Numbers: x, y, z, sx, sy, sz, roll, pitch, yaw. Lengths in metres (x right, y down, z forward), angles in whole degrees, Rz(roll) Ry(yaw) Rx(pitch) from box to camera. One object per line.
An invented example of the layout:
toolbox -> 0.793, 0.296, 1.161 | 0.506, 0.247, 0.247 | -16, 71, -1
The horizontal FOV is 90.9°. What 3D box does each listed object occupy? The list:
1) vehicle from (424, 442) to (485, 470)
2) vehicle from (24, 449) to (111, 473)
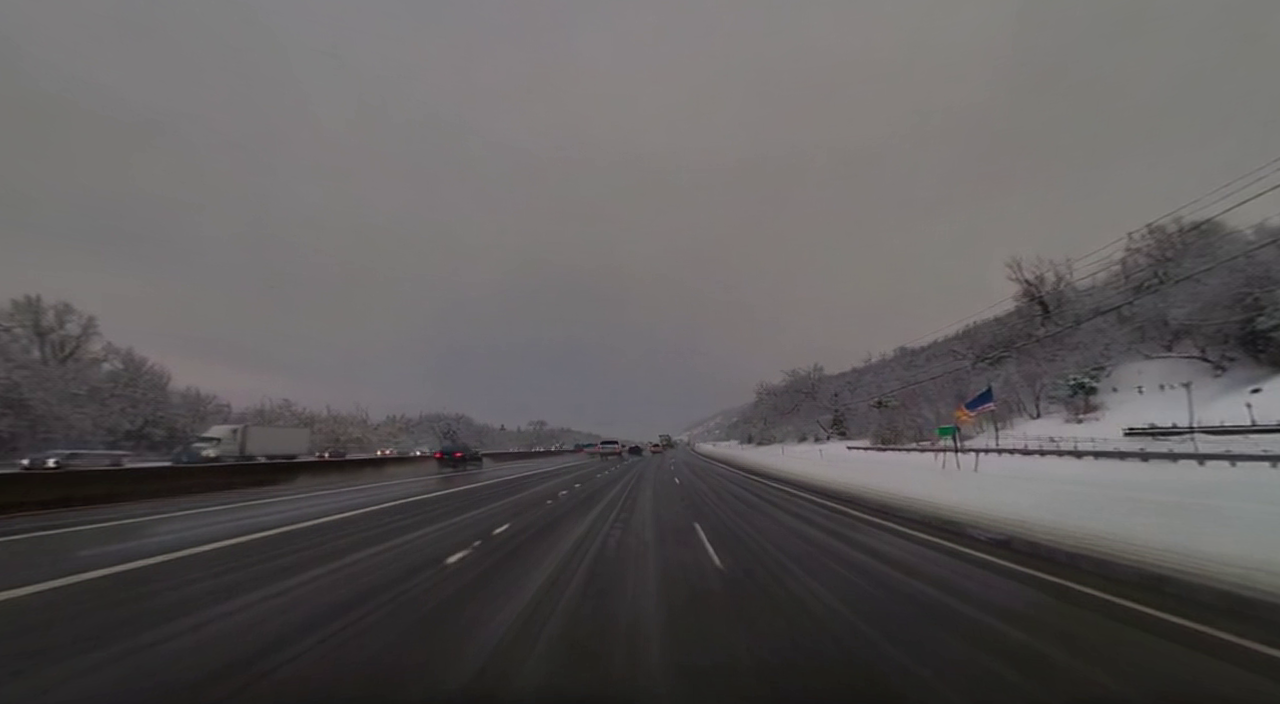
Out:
vehicle -> -10.337, 5.805, 35.430 | 1.927, 1.454, 4.395 | -1, -8, 3
vehicle -> -37.961, 7.203, 41.967 | 1.648, 1.429, 4.280 | -1, -8, 2
